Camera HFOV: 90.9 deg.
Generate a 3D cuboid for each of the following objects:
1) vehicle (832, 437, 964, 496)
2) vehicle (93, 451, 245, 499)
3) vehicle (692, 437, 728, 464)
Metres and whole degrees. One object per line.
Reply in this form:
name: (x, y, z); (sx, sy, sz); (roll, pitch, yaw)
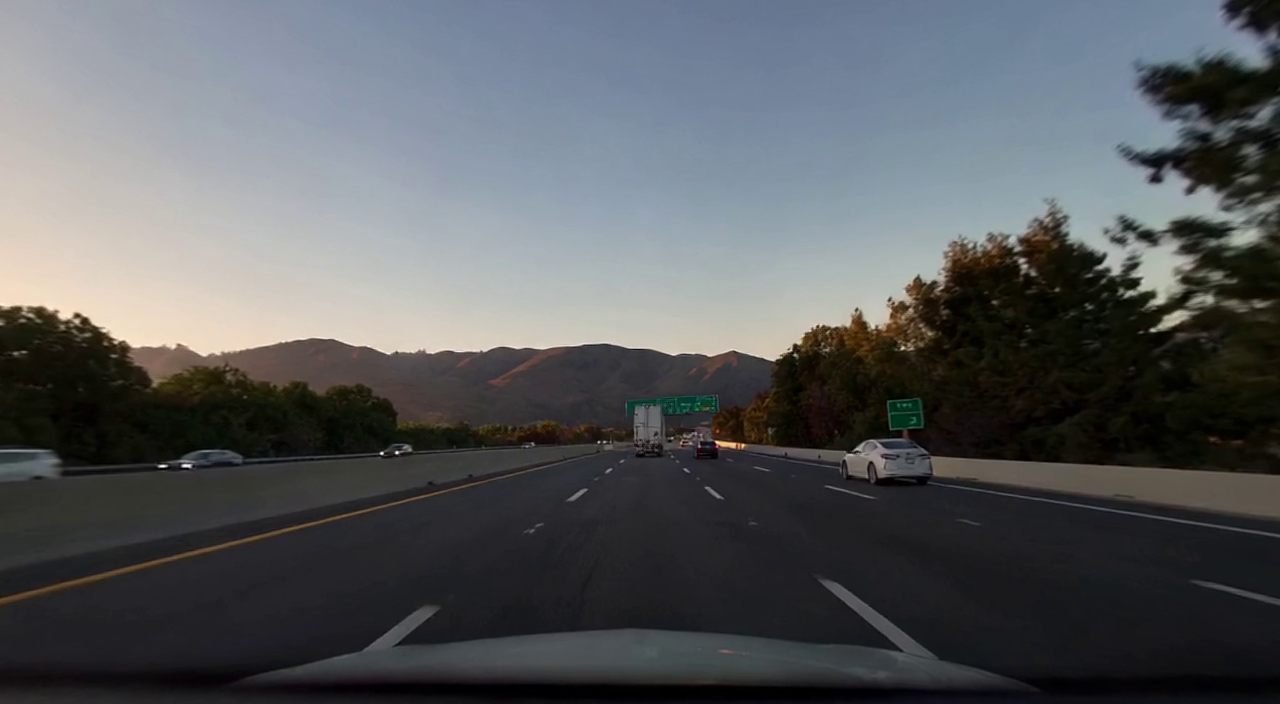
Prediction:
vehicle: (7.054, 3.153, 17.780); (1.982, 1.440, 4.171); (0, -8, 1)
vehicle: (-16.483, 4.293, 22.420); (1.930, 1.474, 4.492); (0, -9, 0)
vehicle: (4.452, 6.321, 40.658); (1.880, 1.624, 3.941); (0, -8, 0)
